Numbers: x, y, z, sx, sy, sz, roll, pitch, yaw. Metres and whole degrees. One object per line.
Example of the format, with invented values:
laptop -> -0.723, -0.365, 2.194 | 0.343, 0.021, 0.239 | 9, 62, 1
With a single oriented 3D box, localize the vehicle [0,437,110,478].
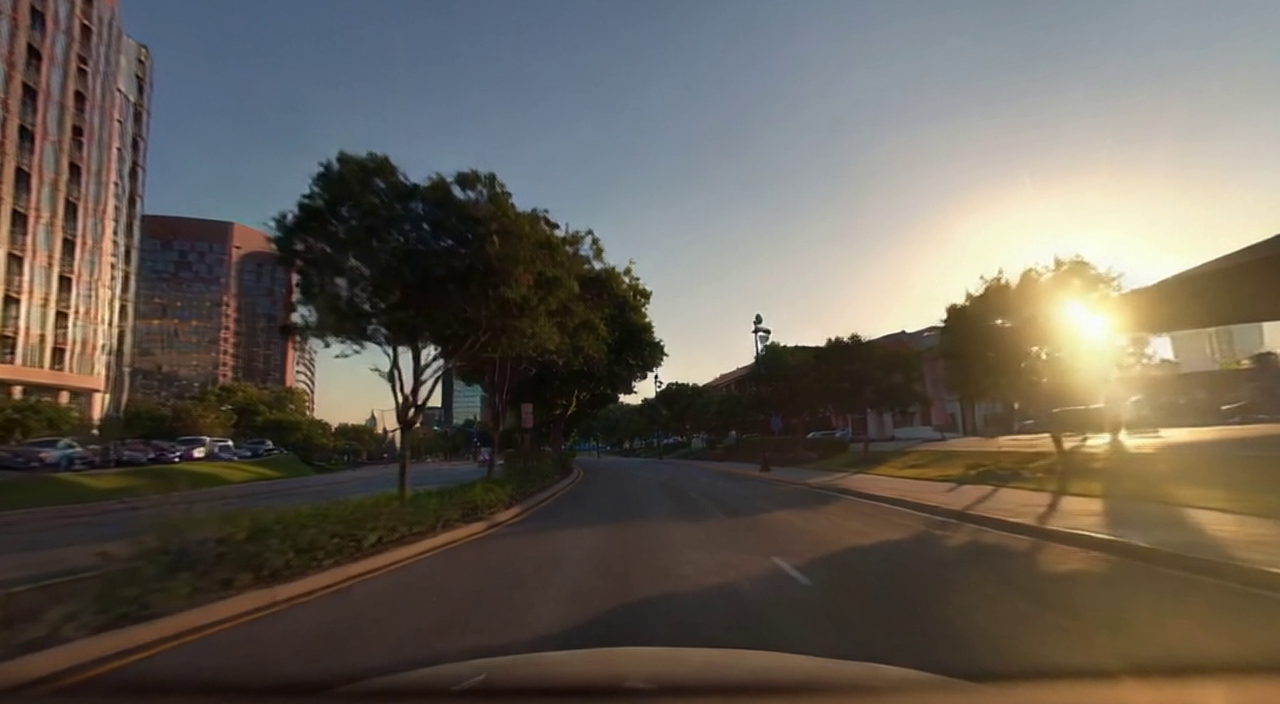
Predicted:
vehicle -> -29.445, 5.165, 30.867 | 4.812, 1.932, 2.147 | 0, -9, -2
